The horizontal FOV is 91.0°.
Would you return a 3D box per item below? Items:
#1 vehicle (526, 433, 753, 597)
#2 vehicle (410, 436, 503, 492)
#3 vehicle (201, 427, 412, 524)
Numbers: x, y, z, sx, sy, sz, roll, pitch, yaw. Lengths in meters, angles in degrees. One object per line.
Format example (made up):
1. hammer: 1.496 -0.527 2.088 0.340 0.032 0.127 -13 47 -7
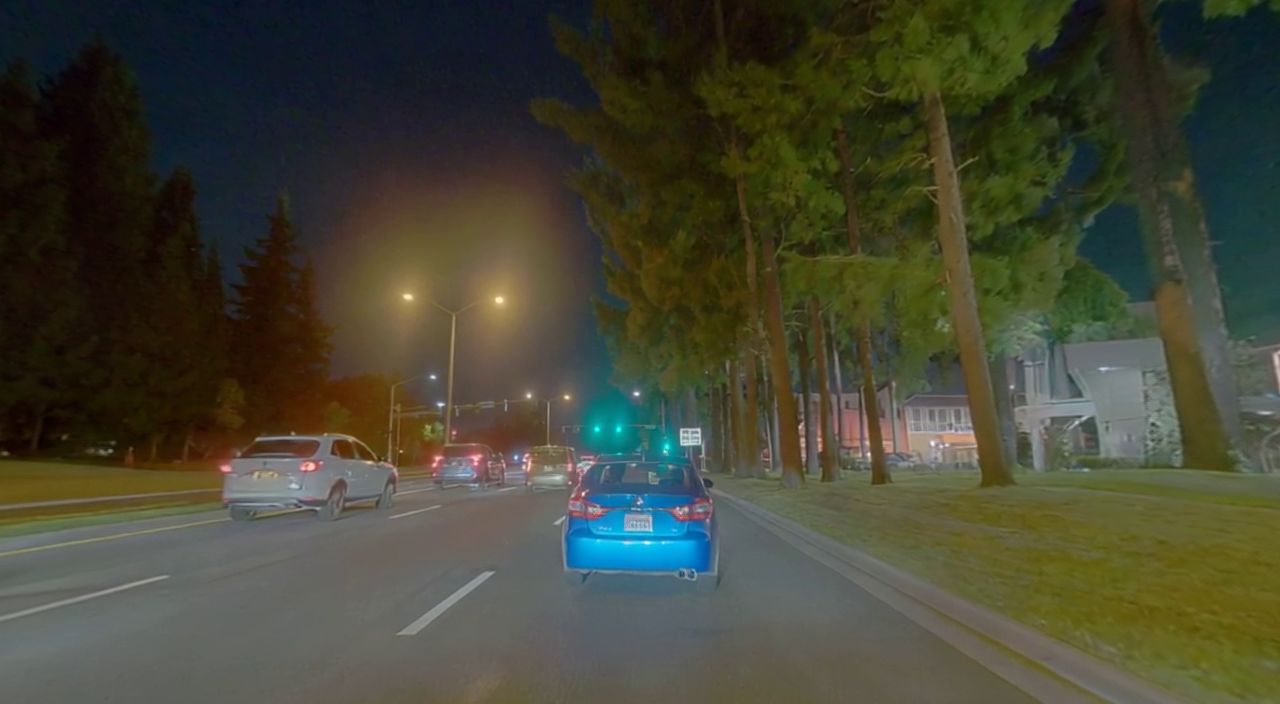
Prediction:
1. vehicle: 0.033 1.812 7.876 2.091 1.494 3.962 0 -9 1
2. vehicle: -6.849 4.224 24.125 2.130 1.900 4.470 0 -9 1
3. vehicle: -6.979 2.618 13.915 2.032 1.767 4.549 0 -9 2
